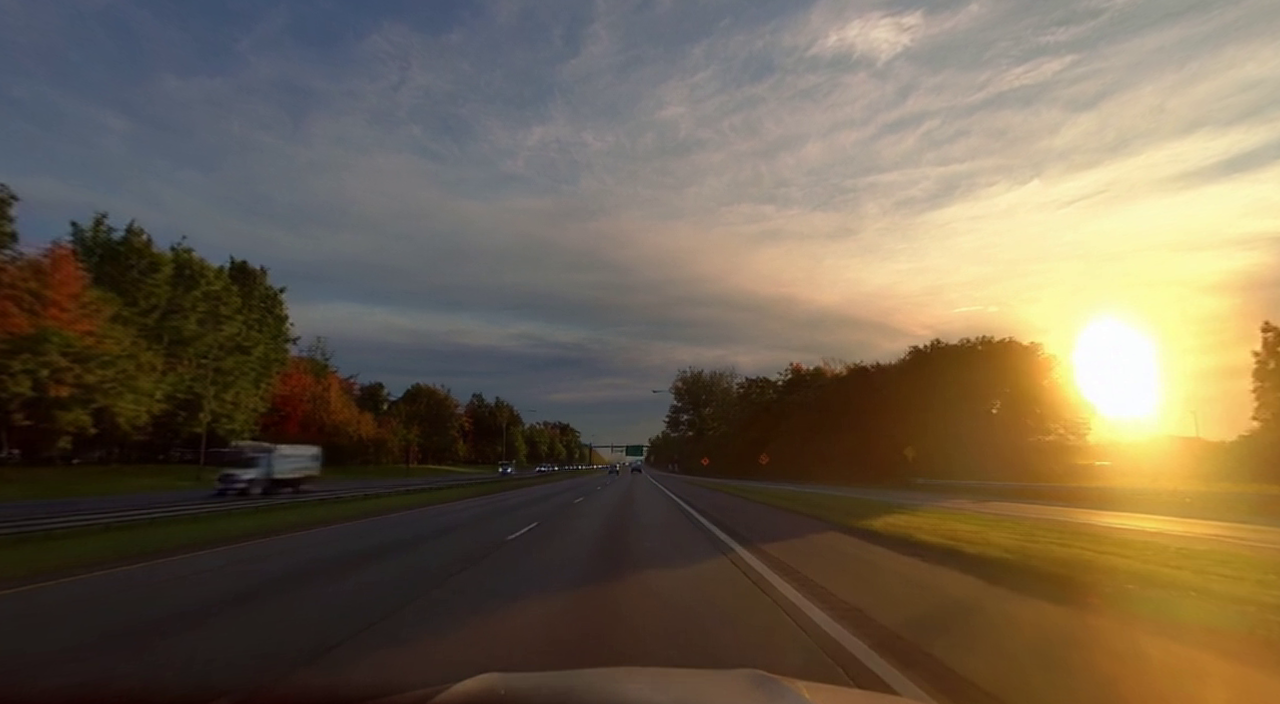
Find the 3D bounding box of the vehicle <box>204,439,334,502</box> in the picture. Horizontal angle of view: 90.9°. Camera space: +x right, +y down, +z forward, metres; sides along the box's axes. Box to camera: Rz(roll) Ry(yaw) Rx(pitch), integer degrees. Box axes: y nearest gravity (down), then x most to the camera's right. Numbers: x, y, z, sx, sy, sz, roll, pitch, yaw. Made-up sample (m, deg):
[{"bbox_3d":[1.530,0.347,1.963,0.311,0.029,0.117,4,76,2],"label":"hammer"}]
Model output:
[{"bbox_3d":[-16.309,5.270,28.181,2.254,2.457,5.635,1,-10,0],"label":"vehicle"}]
